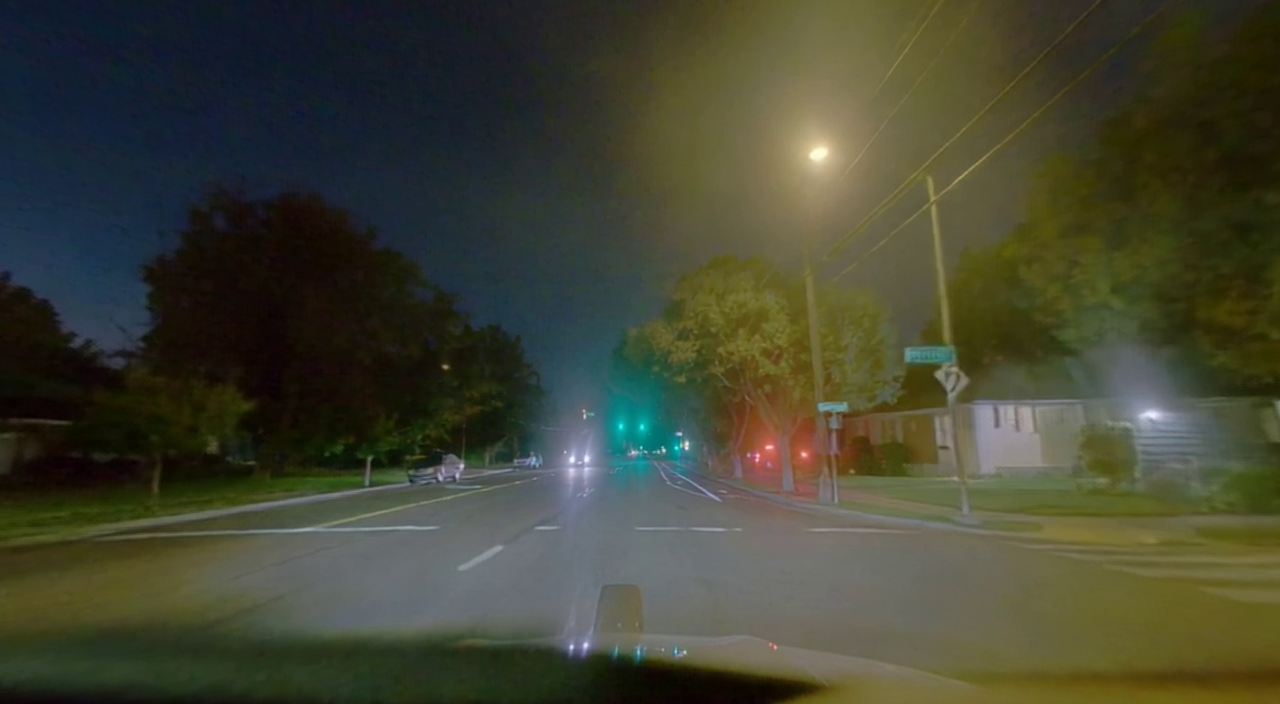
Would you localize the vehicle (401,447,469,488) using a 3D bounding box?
[{"bbox_3d":[-11.142,6.279,34.720,2.024,1.795,5.054,-8,-9,-2],"label":"vehicle"}]

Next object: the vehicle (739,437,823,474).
[{"bbox_3d":[9.811,7.129,43.849,5.565,2.036,1.907,0,-6,-26],"label":"vehicle"}]
